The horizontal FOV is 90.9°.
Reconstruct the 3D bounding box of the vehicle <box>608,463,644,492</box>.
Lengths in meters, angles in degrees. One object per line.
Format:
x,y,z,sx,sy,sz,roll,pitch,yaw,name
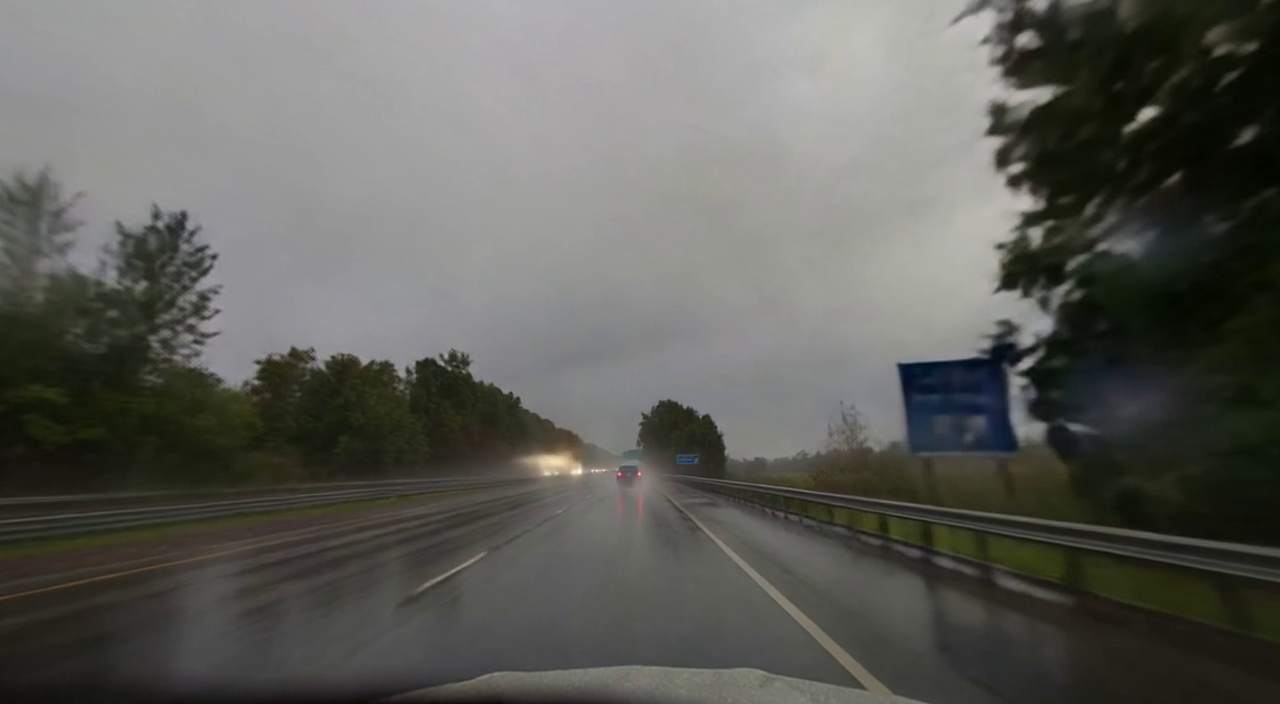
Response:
-0.852,7.924,40.010,2.107,1.668,4.554,1,-11,0,vehicle
